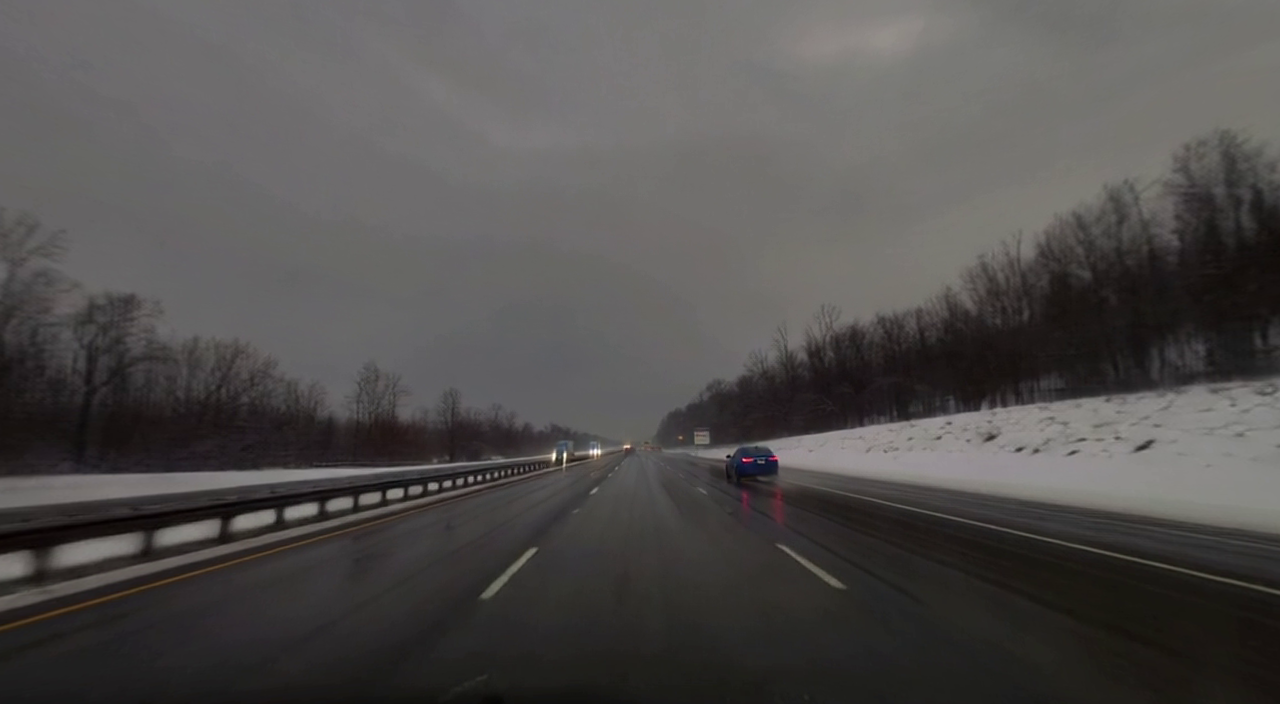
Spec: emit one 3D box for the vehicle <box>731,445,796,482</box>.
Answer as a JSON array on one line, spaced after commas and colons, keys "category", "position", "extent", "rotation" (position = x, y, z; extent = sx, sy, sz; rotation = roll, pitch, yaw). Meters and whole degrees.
[{"category": "vehicle", "position": [5.371, 4.910, 28.003], "extent": [1.967, 1.472, 3.751], "rotation": [0, -9, -3]}]
